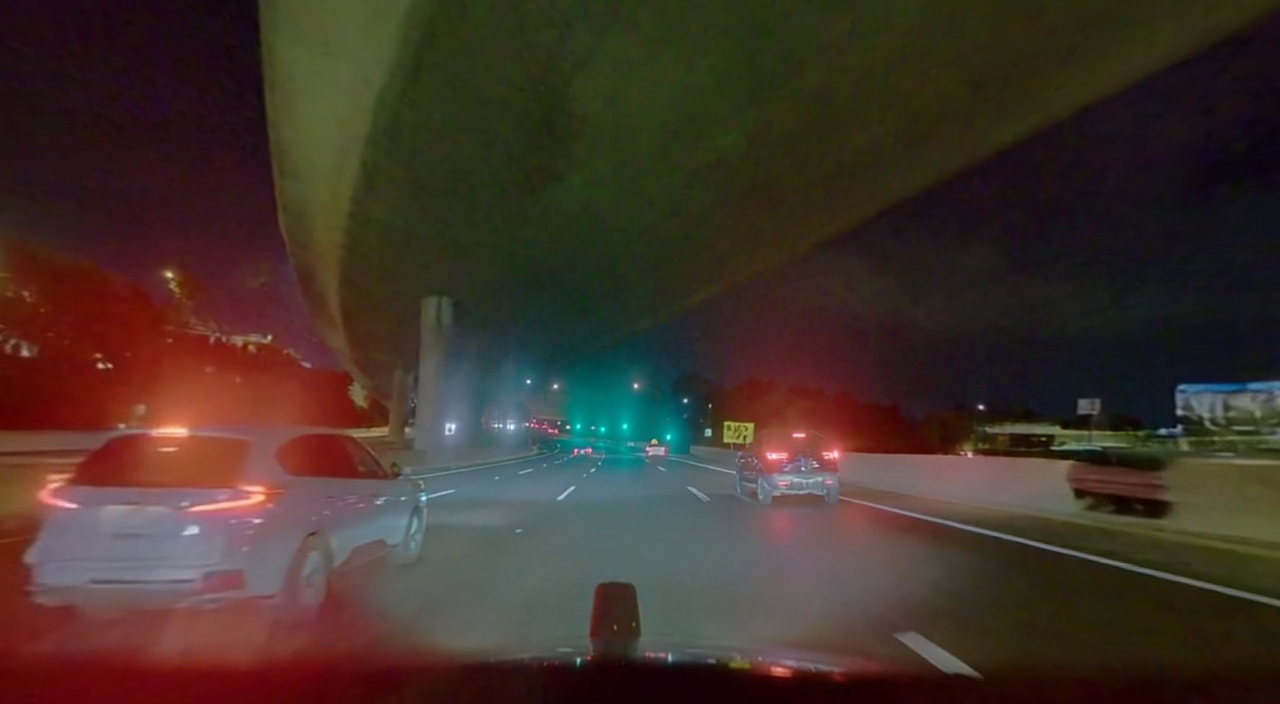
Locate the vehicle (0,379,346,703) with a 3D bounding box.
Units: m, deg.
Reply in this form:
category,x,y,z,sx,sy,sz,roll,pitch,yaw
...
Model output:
category,x,y,z,sx,sy,sz,roll,pitch,yaw
vehicle,-3.308,0.940,2.730,2.050,1.527,4.257,0,-8,-1
